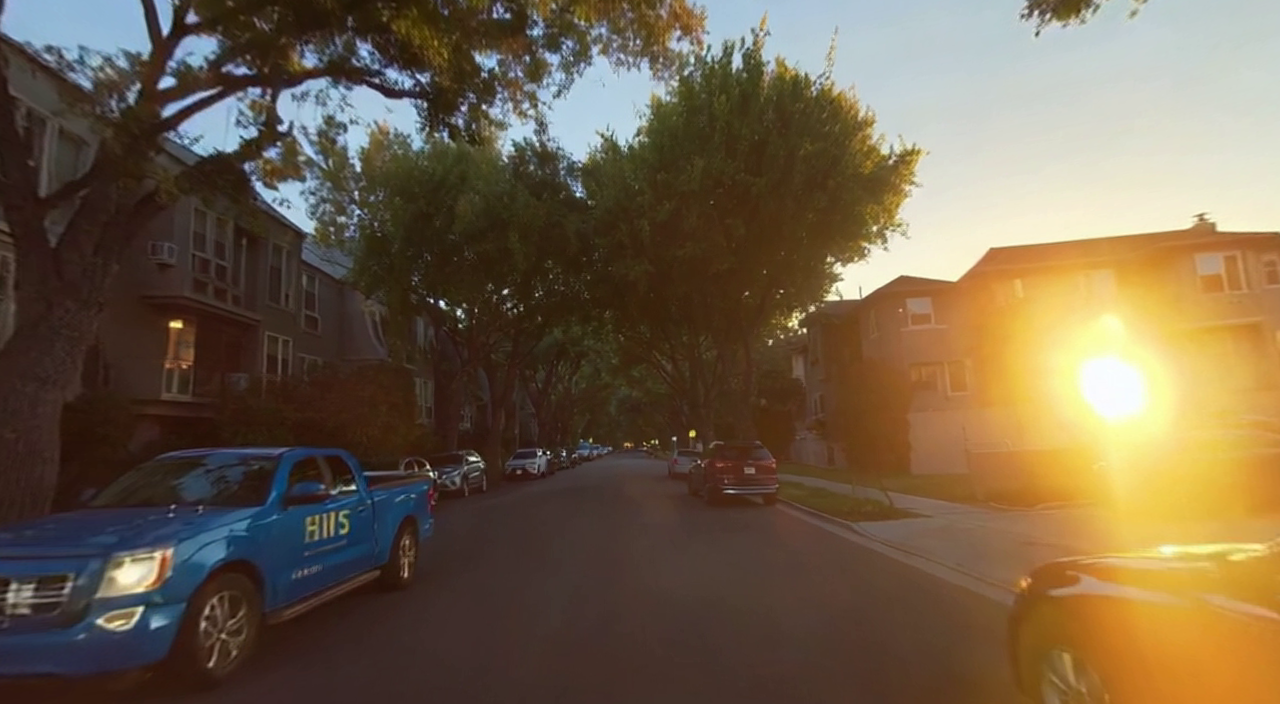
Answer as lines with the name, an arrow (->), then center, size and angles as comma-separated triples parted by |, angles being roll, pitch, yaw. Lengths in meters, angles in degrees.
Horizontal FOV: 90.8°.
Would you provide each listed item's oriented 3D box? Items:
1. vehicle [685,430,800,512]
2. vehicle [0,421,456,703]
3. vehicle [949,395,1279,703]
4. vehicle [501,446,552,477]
vehicle -> 2.254, 2.737, 14.991 | 1.878, 1.664, 4.033 | 0, -8, -2
vehicle -> -3.193, 1.401, 5.050 | 1.966, 1.515, 4.394 | -1, -8, 2
vehicle -> 2.600, 0.737, 0.815 | 1.845, 1.479, 4.727 | 0, -8, -2
vehicle -> -6.254, 6.050, 35.348 | 1.959, 1.490, 4.361 | 0, -7, 1
